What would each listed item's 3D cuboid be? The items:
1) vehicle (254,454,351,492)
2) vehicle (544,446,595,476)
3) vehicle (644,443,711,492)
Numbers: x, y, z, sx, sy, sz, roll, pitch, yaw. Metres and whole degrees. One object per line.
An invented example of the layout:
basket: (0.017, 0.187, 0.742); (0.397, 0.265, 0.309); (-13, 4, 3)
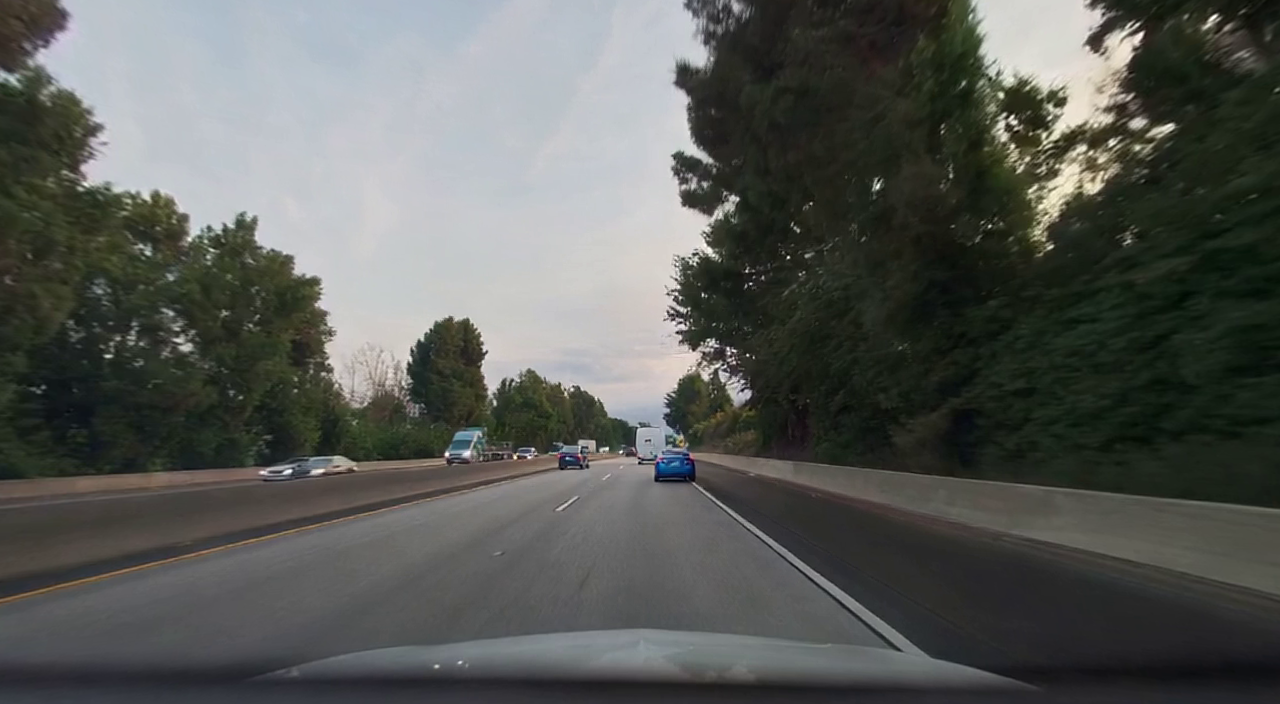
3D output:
vehicle: (-15.146, 5.434, 28.620); (1.829, 1.492, 4.389); (-1, -9, 2)
vehicle: (-3.713, 5.839, 34.002); (2.100, 1.514, 4.794); (0, -9, 1)
vehicle: (1.161, 3.810, 21.074); (2.012, 1.485, 3.649); (0, -9, 0)
